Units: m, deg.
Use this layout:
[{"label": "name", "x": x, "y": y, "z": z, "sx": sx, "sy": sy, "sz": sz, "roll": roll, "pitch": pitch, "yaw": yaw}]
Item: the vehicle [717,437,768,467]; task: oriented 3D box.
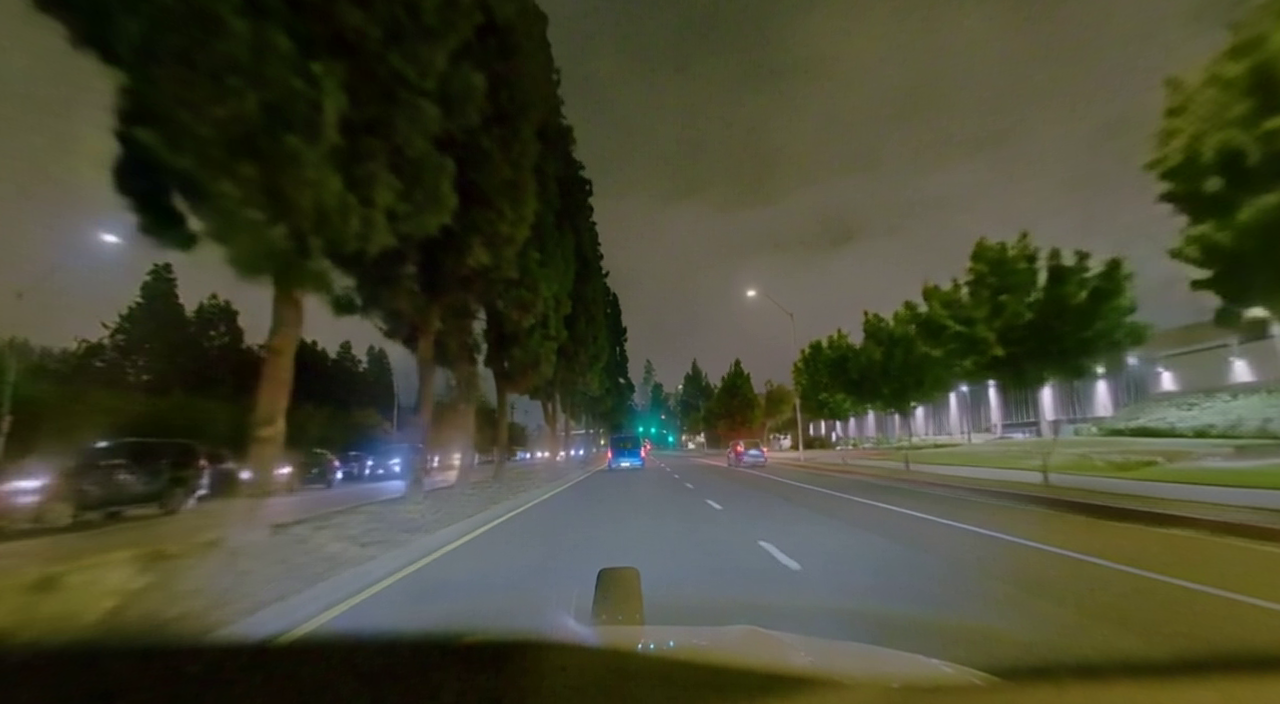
[{"label": "vehicle", "x": 6.570, "y": 6.460, "z": 41.083, "sx": 2.364, "sy": 1.781, "sz": 4.854, "roll": 1, "pitch": -8, "yaw": -1}]

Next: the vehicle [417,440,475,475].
[{"label": "vehicle", "x": -11.550, "y": 6.271, "z": 37.943, "sx": 2.082, "sy": 1.824, "sz": 4.840, "roll": -2, "pitch": -7, "yaw": -1}]

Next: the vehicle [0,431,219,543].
[{"label": "vehicle", "x": -11.083, "y": 2.541, "z": 12.661, "sx": 2.093, "sy": 1.816, "sz": 4.559, "roll": 0, "pitch": -8, "yaw": 0}]

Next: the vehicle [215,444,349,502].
[{"label": "vehicle", "x": -11.448, "y": 3.840, "z": 20.618, "sx": 1.899, "sy": 1.607, "sz": 4.297, "roll": -1, "pitch": -8, "yaw": -1}]

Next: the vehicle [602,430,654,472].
[{"label": "vehicle", "x": -0.584, "y": 5.049, "z": 32.241, "sx": 2.411, "sy": 1.937, "sz": 5.186, "roll": 0, "pitch": -8, "yaw": 0}]

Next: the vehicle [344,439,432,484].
[{"label": "vehicle", "x": -11.392, "y": 4.960, "z": 28.991, "sx": 2.042, "sy": 1.822, "sz": 4.913, "roll": 0, "pitch": -8, "yaw": -1}]
